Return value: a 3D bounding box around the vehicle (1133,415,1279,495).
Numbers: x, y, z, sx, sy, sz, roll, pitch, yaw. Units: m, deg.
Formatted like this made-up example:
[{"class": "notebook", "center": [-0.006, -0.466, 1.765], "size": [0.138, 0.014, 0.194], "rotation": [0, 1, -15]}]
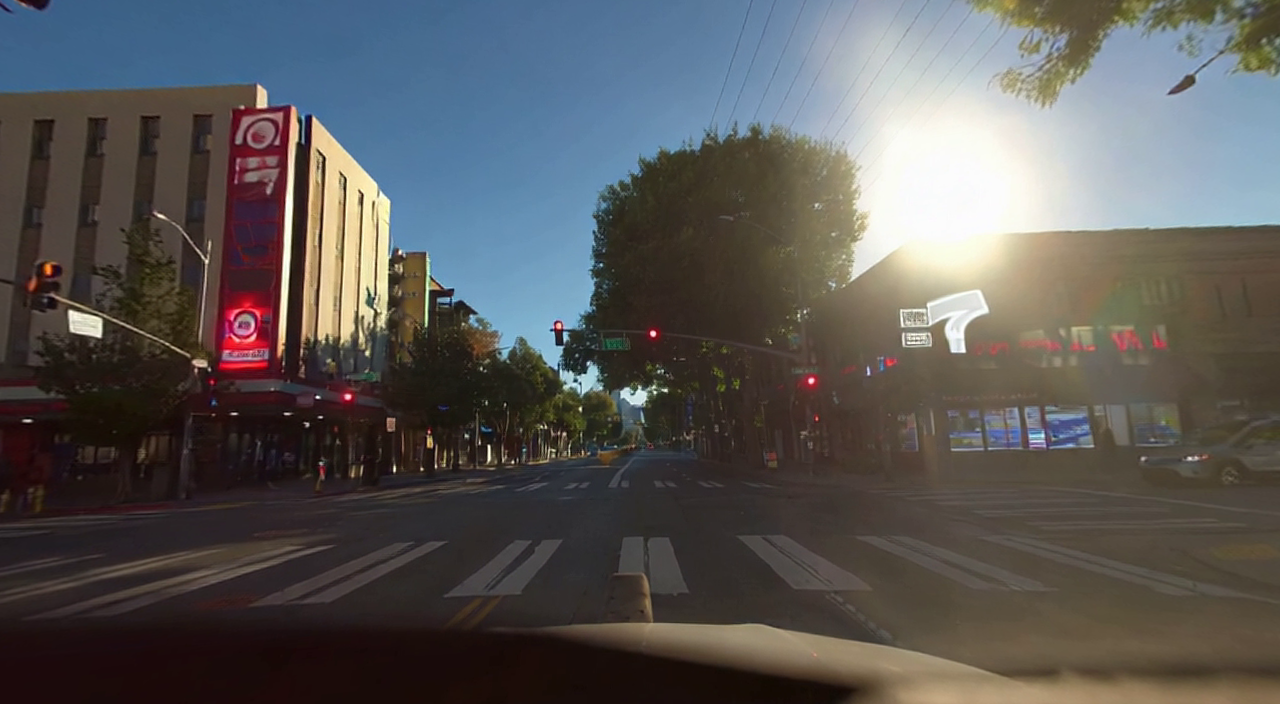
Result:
[{"class": "vehicle", "center": [15.384, 2.504, 15.478], "size": [4.836, 1.795, 1.957], "rotation": [0, -9, 0]}]
